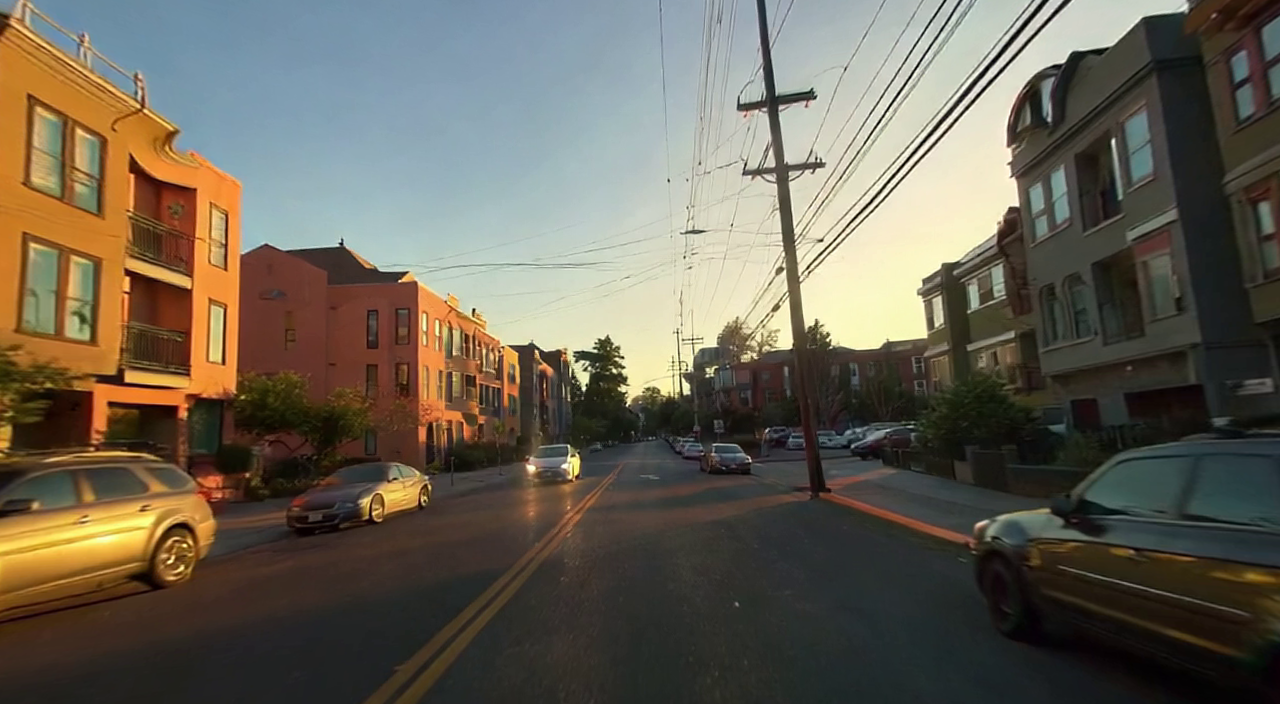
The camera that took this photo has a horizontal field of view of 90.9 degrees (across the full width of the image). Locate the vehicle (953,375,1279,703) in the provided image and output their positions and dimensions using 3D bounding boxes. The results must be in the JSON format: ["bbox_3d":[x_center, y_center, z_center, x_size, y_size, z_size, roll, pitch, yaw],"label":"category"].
[{"bbox_3d":[3.467,0.886,2.332,2.018,1.672,4.932,-4,-5,0],"label":"vehicle"}]

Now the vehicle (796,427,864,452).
[{"bbox_3d":[13.339,6.195,44.593,1.897,1.659,4.648,4,-9,-27],"label":"vehicle"}]

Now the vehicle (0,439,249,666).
[{"bbox_3d":[-6.042,1.684,5.700,2.057,1.757,4.573,0,-8,0],"label":"vehicle"}]

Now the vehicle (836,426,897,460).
[{"bbox_3d":[10.603,4.277,29.774,1.801,1.491,3.488,-1,-8,4],"label":"vehicle"}]

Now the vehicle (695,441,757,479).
[{"bbox_3d":[3.571,4.556,26.942,1.928,1.440,4.738,0,-8,-1],"label":"vehicle"}]

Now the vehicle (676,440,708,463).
[{"bbox_3d":[3.757,7.236,45.897,1.914,1.591,3.892,0,-8,-1],"label":"vehicle"}]

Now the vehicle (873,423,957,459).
[{"bbox_3d":[12.976,4.301,30.074,1.997,1.546,4.370,-2,-10,0],"label":"vehicle"}]

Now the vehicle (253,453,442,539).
[{"bbox_3d":[-6.086,3.013,13.866,1.863,1.449,4.536,-1,-8,2],"label":"vehicle"}]

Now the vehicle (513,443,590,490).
[{"bbox_3d":[-3.025,4.019,22.516,2.052,1.483,4.276,0,-8,1],"label":"vehicle"}]
